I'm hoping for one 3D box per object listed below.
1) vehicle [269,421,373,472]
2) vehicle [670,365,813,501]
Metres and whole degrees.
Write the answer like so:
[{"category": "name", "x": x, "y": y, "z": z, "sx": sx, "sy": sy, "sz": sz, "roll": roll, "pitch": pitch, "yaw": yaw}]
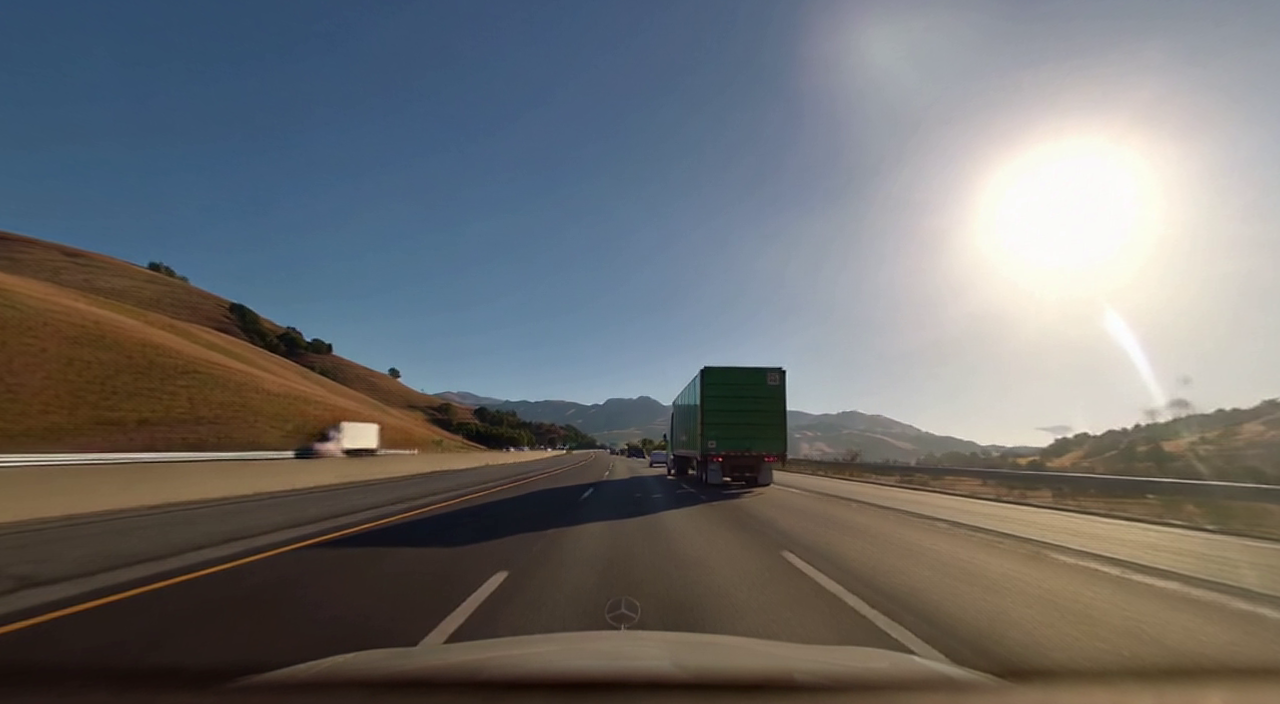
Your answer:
[{"category": "vehicle", "x": -18.762, "y": 5.649, "z": 37.664, "sx": 2.480, "sy": 2.709, "sz": 7.046, "roll": 0, "pitch": -9, "yaw": 0}, {"category": "vehicle", "x": 3.508, "y": 3.748, "z": 27.667, "sx": 3.462, "sy": 4.177, "sz": 16.311, "roll": 0, "pitch": -9, "yaw": 0}]
